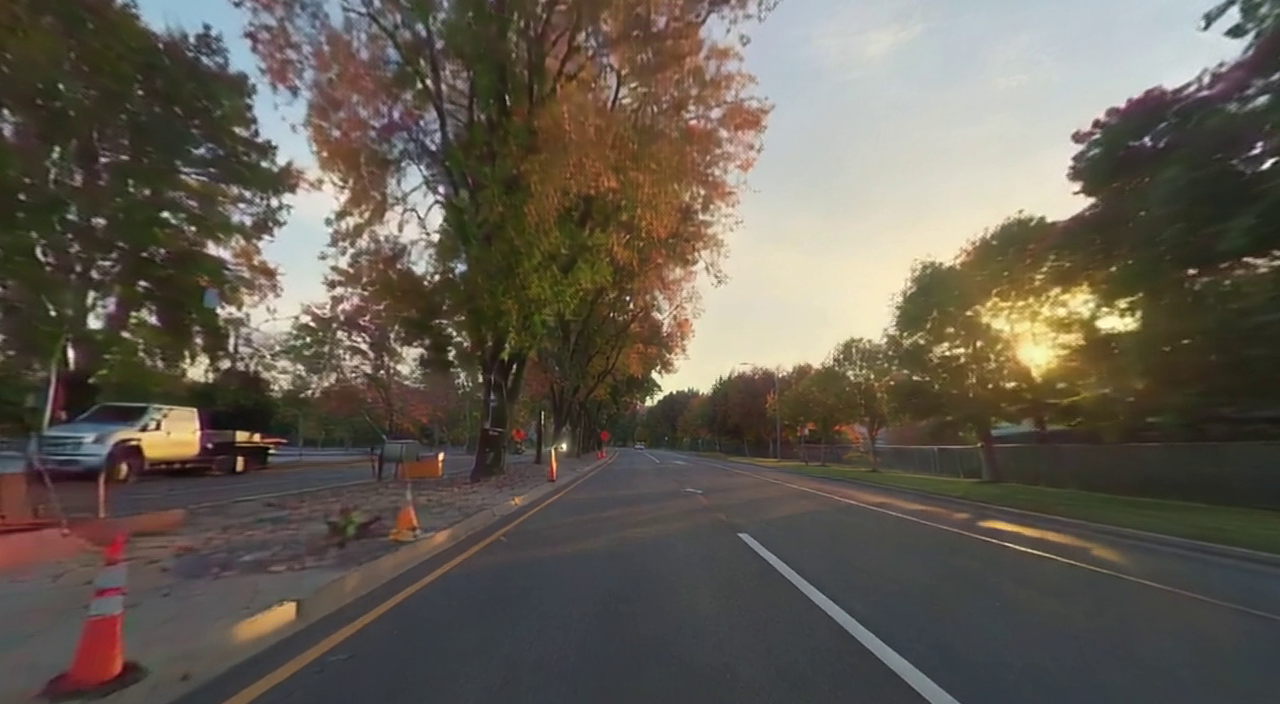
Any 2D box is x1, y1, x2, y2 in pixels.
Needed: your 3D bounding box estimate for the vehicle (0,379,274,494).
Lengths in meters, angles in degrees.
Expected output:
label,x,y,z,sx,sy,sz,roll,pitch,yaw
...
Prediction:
label,x,y,z,sx,sy,sz,roll,pitch,yaw
vehicle,-19.214,3.338,24.524,2.956,3.466,10.408,-1,-9,6
